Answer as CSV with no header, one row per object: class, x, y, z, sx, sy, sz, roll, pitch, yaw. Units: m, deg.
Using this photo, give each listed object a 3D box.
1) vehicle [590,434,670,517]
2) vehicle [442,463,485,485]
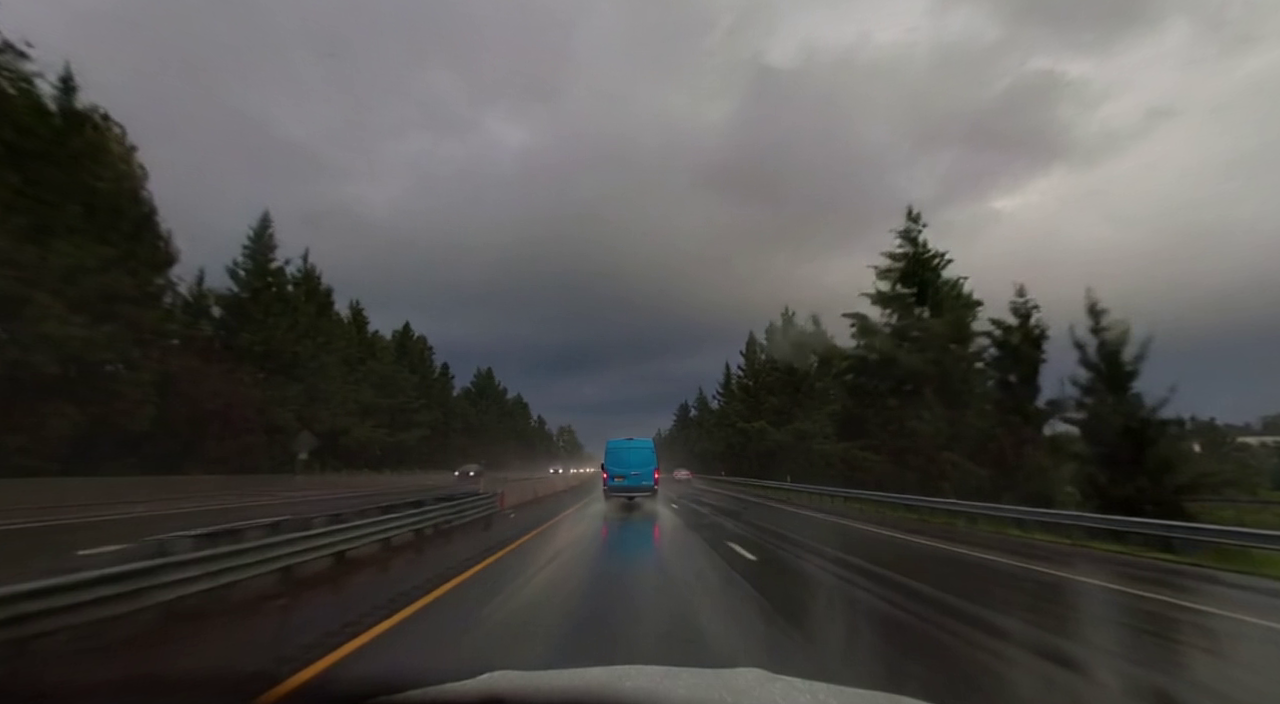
vehicle,-0.444,4.284,22.143,2.375,2.432,6.161,1,-10,-3
vehicle,-13.464,9.326,48.254,1.950,1.574,4.596,1,-10,0
